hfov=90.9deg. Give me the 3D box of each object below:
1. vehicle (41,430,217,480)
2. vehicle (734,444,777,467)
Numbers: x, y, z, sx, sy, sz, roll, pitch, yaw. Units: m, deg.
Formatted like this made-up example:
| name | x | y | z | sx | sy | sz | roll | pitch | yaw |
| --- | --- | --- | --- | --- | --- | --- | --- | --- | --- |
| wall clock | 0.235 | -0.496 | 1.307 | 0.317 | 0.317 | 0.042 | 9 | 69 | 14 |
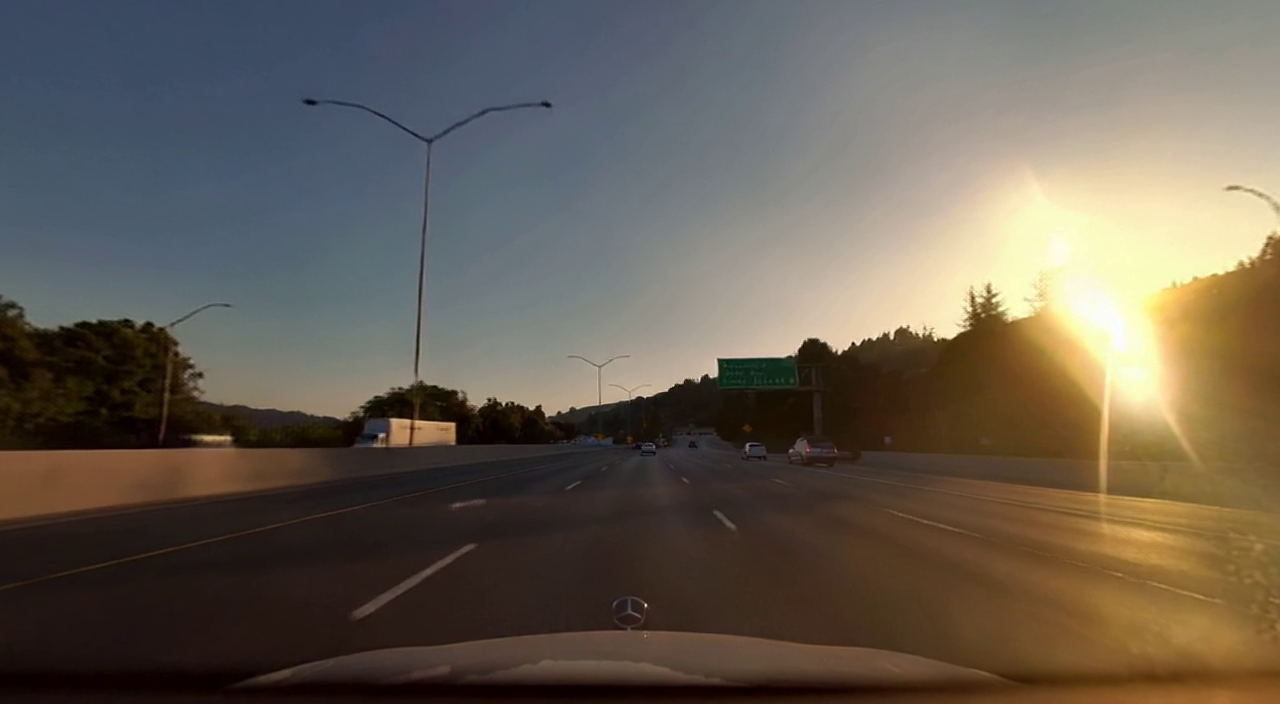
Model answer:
| name | x | y | z | sx | sy | sz | roll | pitch | yaw |
| --- | --- | --- | --- | --- | --- | --- | --- | --- | --- |
| vehicle | -21.000 | 4.271 | 26.412 | 2.348 | 1.818 | 5.837 | 0 | -8 | 2 |
| vehicle | 7.868 | 7.049 | 43.217 | 2.056 | 1.465 | 4.304 | 0 | -8 | -1 |
